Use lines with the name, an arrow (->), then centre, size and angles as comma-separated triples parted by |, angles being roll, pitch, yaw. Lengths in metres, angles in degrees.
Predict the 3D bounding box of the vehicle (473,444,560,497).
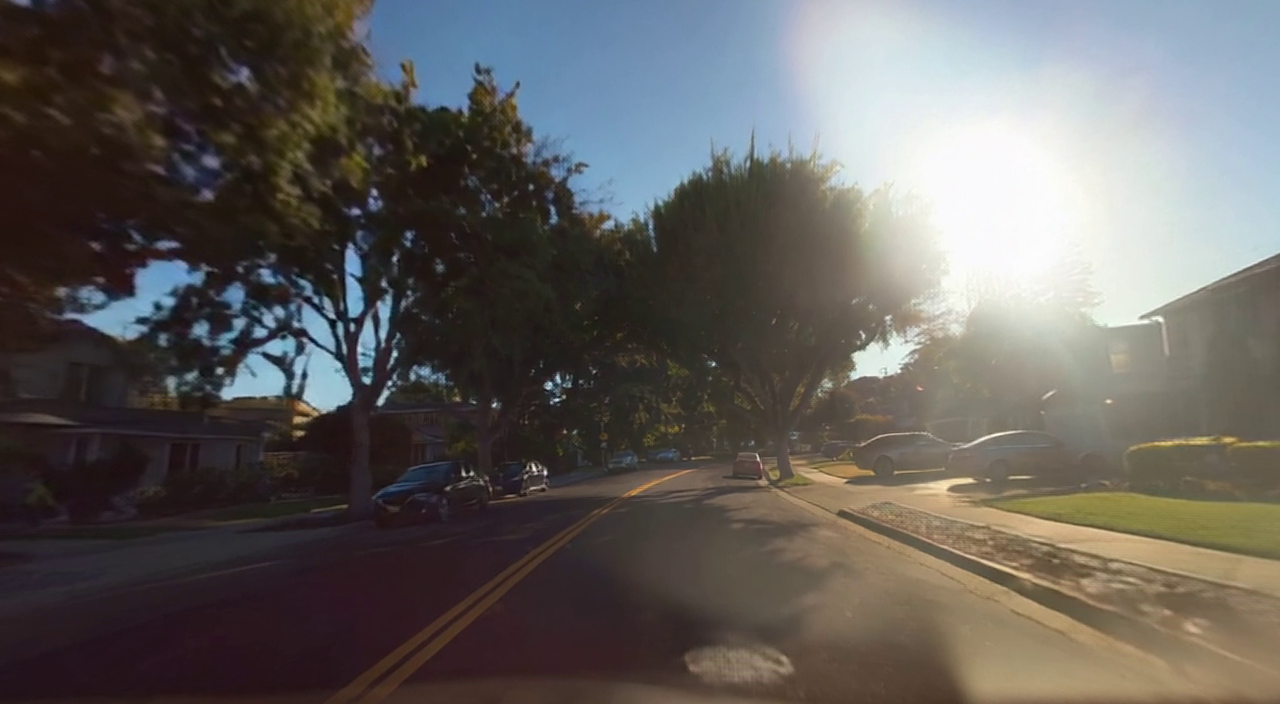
vehicle -> -4.456, 4.491, 23.464 | 1.972, 1.536, 4.347 | -3, -16, 5

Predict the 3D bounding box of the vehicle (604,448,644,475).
vehicle -> -1.085, 7.805, 44.667 | 2.005, 1.557, 4.172 | -3, -14, 10

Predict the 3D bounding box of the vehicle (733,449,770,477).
vehicle -> 6.444, 6.408, 36.780 | 1.972, 1.460, 4.137 | -2, -8, 8

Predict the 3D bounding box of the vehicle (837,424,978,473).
vehicle -> 11.045, 4.054, 26.486 | 5.009, 1.906, 2.046 | -2, -9, 9

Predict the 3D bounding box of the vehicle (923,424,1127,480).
vehicle -> 11.334, 2.974, 18.879 | 4.744, 1.507, 1.953 | -1, -8, 2

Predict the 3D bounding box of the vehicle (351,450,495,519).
vehicle -> -5.292, 3.455, 16.078 | 1.886, 1.494, 4.149 | -2, -14, 5
